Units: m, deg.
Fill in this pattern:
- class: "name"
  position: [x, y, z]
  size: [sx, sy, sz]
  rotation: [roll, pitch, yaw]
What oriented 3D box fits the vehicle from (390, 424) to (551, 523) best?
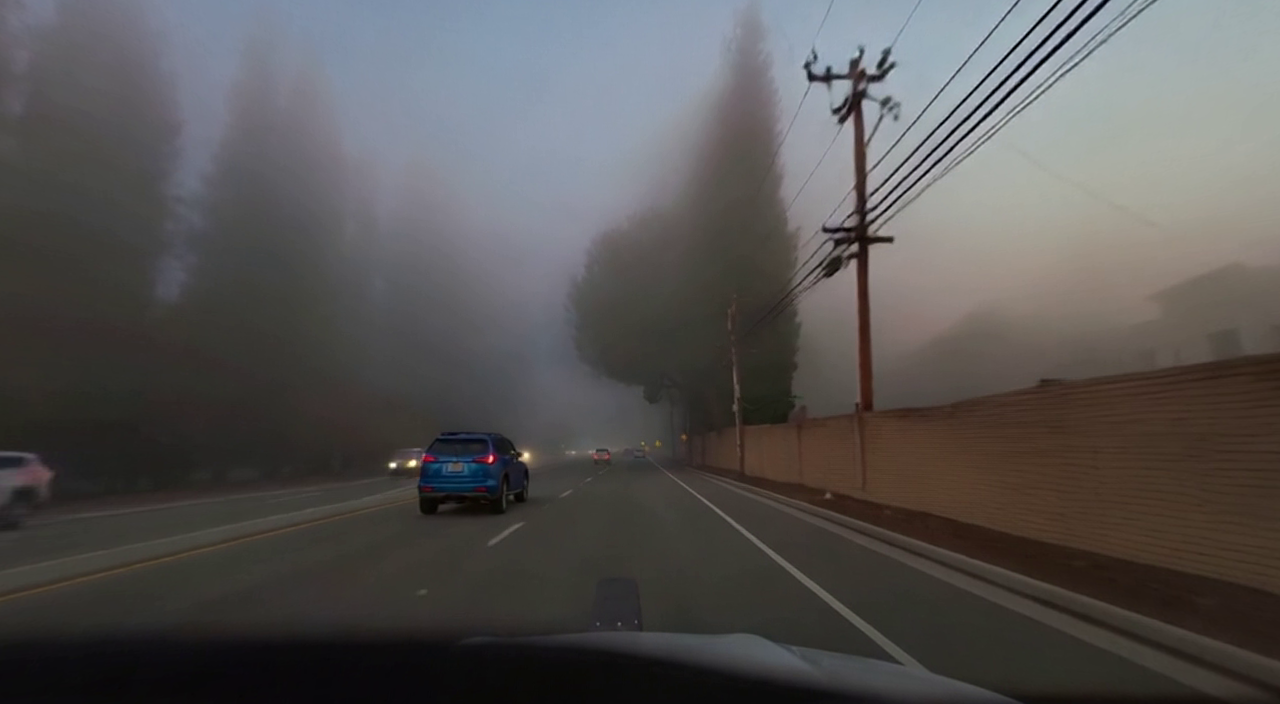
- class: "vehicle"
  position: [-3.351, 2.506, 13.558]
  size: [2.147, 1.730, 4.555]
  rotation: [0, -8, 1]
